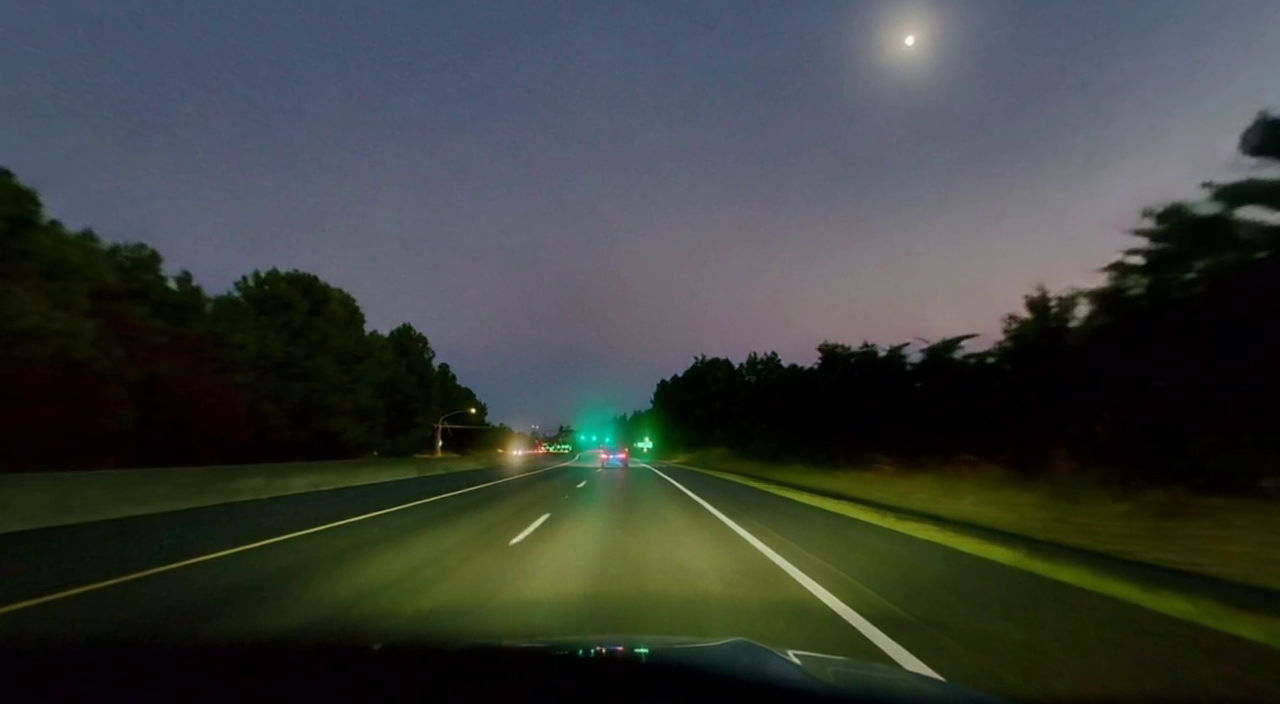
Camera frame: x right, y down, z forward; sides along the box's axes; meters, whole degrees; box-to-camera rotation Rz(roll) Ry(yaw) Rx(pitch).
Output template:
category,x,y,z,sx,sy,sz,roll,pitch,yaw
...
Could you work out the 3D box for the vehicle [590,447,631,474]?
category,x,y,z,sx,sy,sz,roll,pitch,yaw
vehicle,-1.603,6.187,36.092,2.126,1.411,4.433,0,-9,0
